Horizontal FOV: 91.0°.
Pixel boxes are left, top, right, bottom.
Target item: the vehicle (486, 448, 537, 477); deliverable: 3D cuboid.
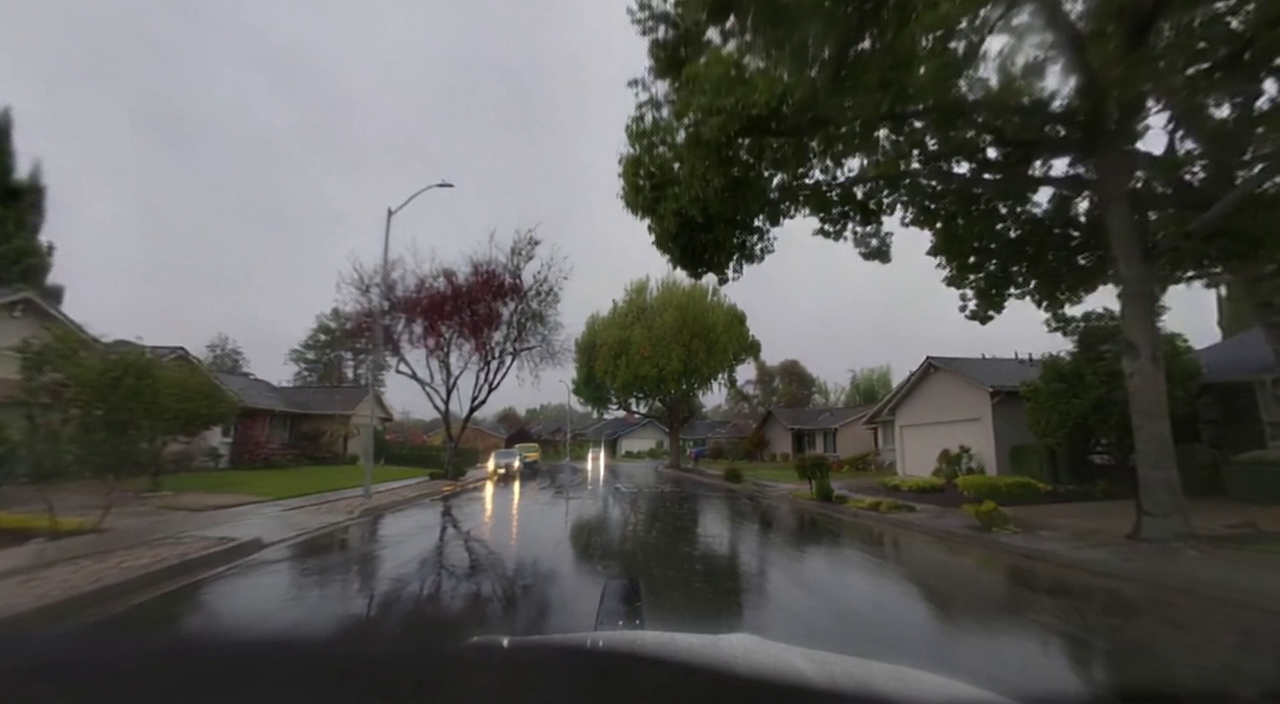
[{"bbox_3d":[-6.728,5.801,33.262,2.017,1.397,4.004,1,-9,-3],"label":"vehicle"}]
